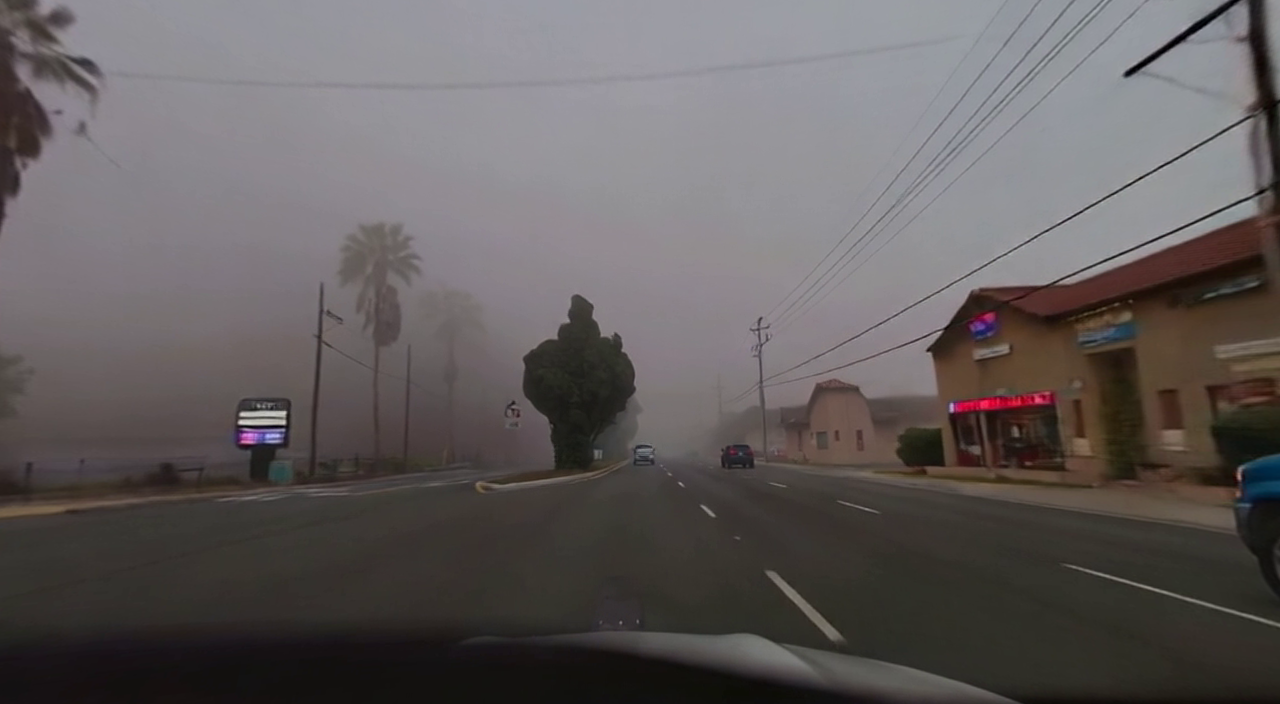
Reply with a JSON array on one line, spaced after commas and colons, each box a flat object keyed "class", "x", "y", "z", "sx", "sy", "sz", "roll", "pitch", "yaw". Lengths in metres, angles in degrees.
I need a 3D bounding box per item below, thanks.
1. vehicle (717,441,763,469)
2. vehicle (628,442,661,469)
[{"class": "vehicle", "x": 6.656, "y": 6.904, "z": 42.363, "sx": 2.252, "sy": 1.718, "sz": 4.617, "roll": 0, "pitch": -9, "yaw": 0}, {"class": "vehicle", "x": 0.282, "y": 6.944, "z": 42.428, "sx": 2.138, "sy": 1.702, "sz": 4.168, "roll": 0, "pitch": -9, "yaw": 0}]
